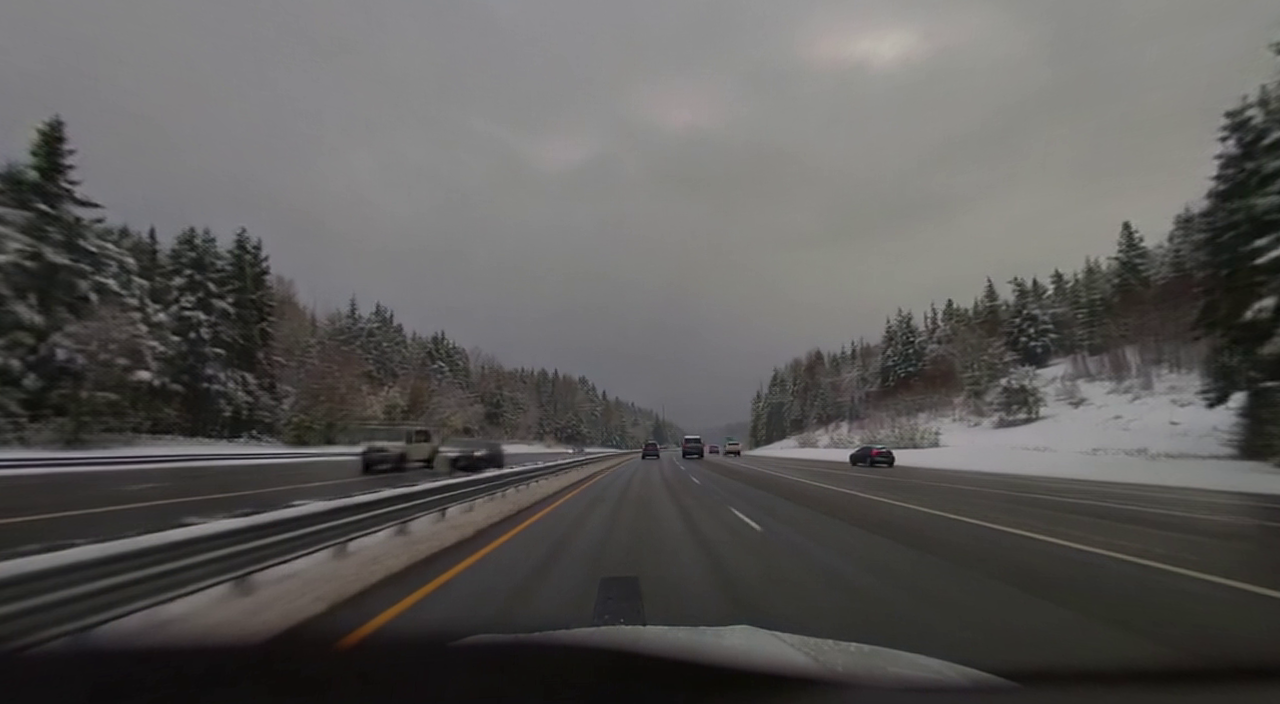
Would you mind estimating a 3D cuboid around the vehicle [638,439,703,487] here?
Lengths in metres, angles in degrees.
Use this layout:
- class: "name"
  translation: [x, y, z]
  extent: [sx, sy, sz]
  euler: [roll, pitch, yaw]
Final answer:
- class: "vehicle"
  translation: [0.958, 3.804, 21.915]
  extent: [2.053, 1.483, 4.185]
  euler: [0, -9, 0]

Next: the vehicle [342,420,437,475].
- class: "vehicle"
  translation: [-12.770, 4.956, 32.746]
  extent: [2.363, 2.584, 5.888]
  euler: [0, -9, 1]

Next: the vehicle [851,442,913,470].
- class: "vehicle"
  translation: [13.806, 5.944, 36.113]
  extent: [1.926, 1.483, 3.528]
  euler: [1, -9, -4]

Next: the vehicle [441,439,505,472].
- class: "vehicle"
  translation: [-8.486, 5.304, 32.468]
  extent: [1.934, 1.600, 4.501]
  euler: [0, -9, 1]
